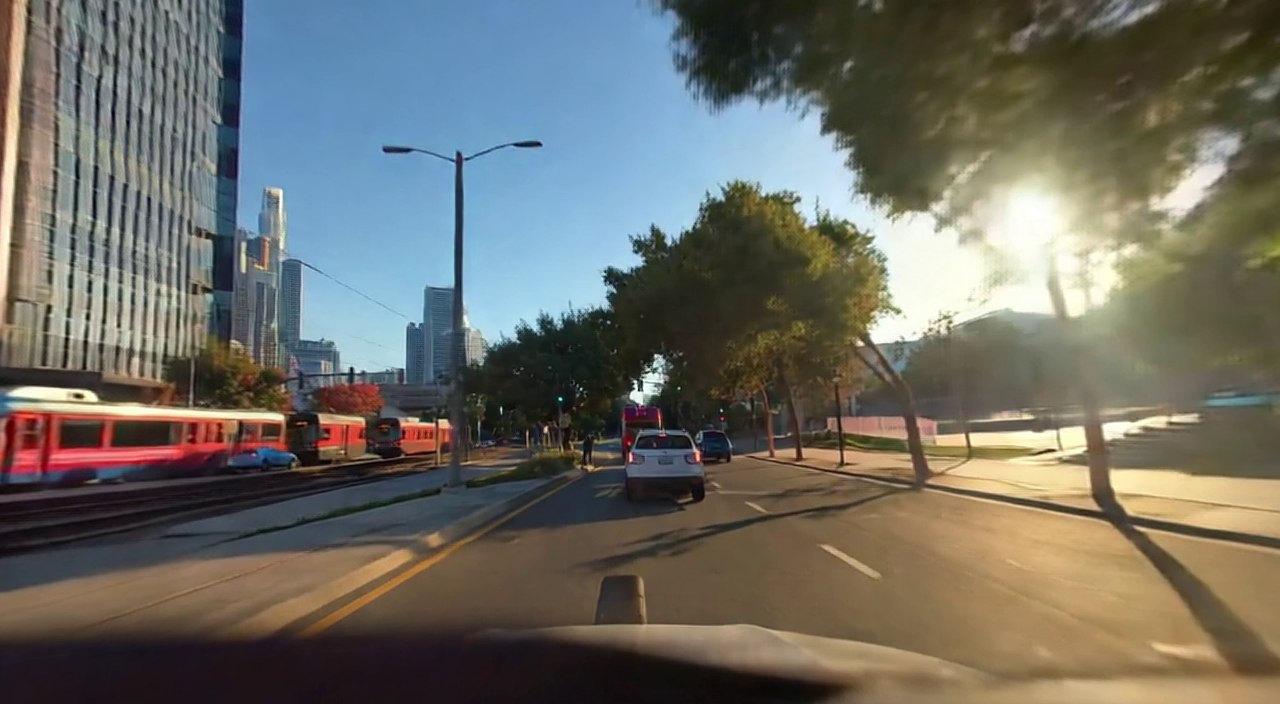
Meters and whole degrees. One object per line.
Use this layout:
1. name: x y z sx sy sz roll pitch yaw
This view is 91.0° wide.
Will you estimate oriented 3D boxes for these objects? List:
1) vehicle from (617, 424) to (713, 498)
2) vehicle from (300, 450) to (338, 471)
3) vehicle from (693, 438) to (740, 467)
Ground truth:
1. vehicle: 0.538 2.821 16.534 2.190 1.684 4.084 0 -9 -1
2. vehicle: -24.166 8.130 47.519 1.900 1.465 4.781 3 -9 -19
3. vehicle: 4.085 5.471 34.459 1.916 1.466 4.529 0 -9 -1
